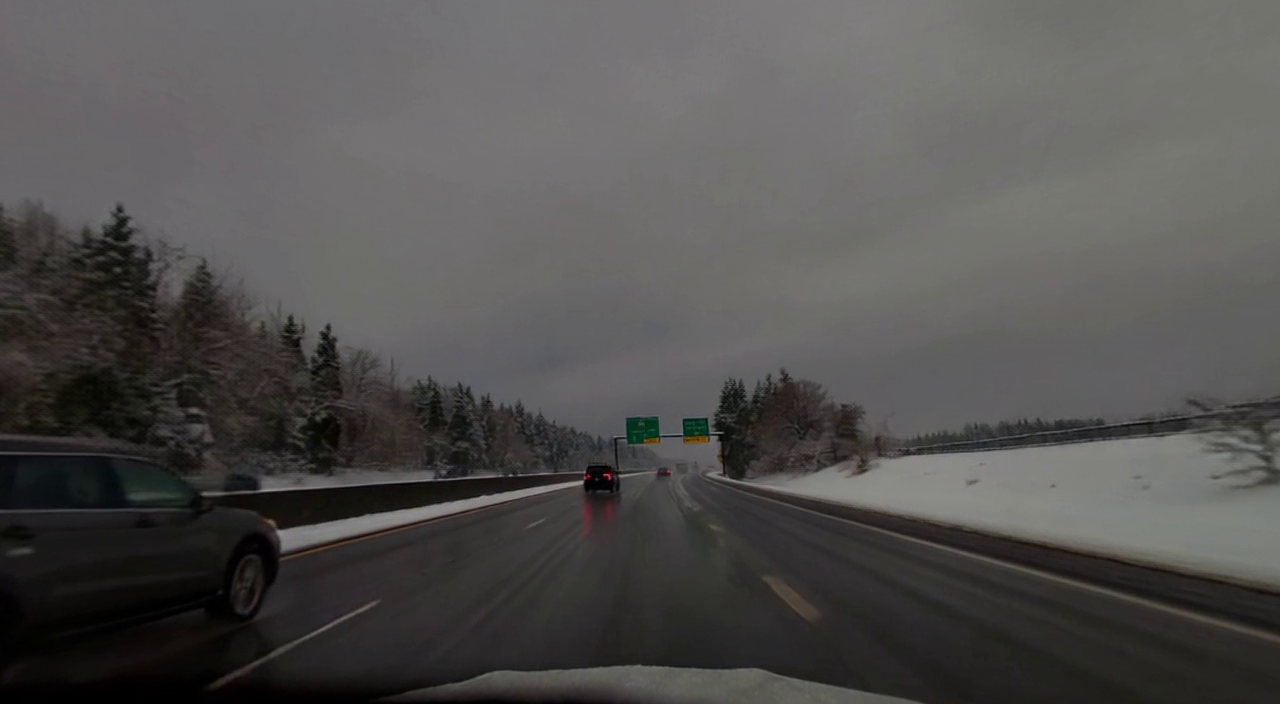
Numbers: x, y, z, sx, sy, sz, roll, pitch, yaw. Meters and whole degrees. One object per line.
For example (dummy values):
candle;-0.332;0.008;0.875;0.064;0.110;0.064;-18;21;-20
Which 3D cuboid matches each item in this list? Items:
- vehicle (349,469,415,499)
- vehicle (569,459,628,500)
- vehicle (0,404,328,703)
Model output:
vehicle;-13.873;7.112;34.146;1.793;1.426;3.955;1;-10;2
vehicle;-1.706;5.551;27.551;2.000;1.594;3.996;0;-10;4
vehicle;-4.094;1.135;3.651;2.063;1.556;4.740;1;-10;1
